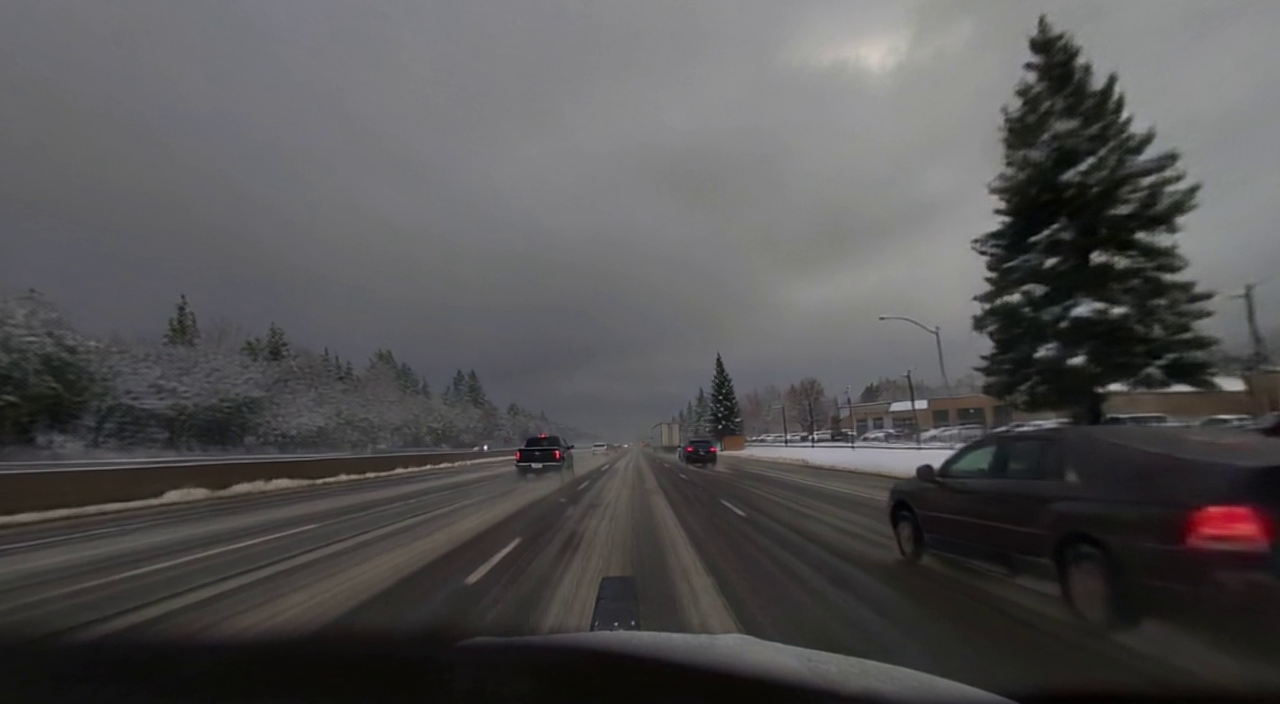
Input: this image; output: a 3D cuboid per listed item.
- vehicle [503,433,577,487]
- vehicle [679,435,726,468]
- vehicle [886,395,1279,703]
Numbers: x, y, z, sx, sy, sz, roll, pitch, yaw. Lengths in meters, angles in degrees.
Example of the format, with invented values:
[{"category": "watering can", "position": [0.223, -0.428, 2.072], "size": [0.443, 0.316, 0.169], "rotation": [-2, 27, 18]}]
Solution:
[{"category": "vehicle", "position": [-3.541, 3.915, 23.229], "size": [1.987, 1.765, 4.508], "rotation": [0, -8, 0]}, {"category": "vehicle", "position": [3.617, 5.904, 37.513], "size": [2.198, 1.807, 4.530], "rotation": [0, -8, -2]}, {"category": "vehicle", "position": [3.767, 1.229, 4.675], "size": [1.957, 1.510, 4.643], "rotation": [0, -8, -1]}]
